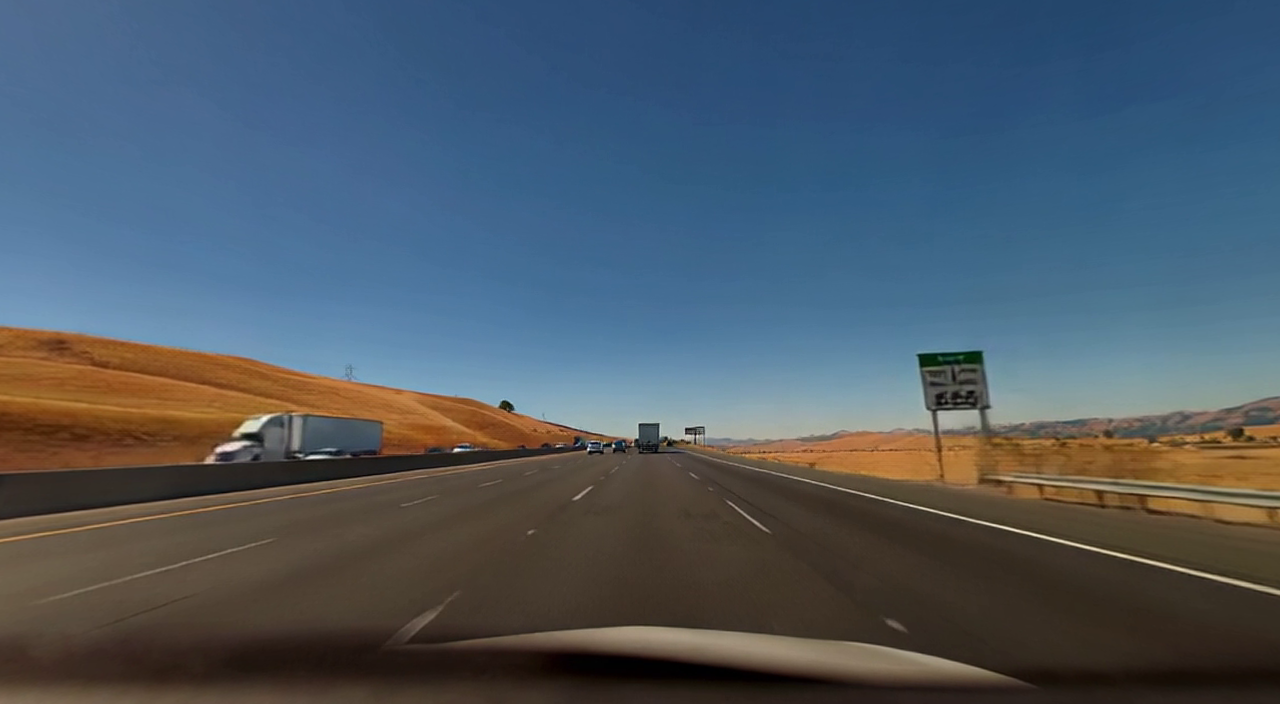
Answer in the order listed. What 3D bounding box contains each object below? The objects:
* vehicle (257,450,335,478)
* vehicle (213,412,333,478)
[{"bbox_3d":[-20.570,6.688,37.968,2.045,1.486,4.765,0,-8,0],"label":"vehicle"},{"bbox_3d":[-24.584,6.307,42.965,3.001,4.041,8.386,0,-8,0],"label":"vehicle"}]
